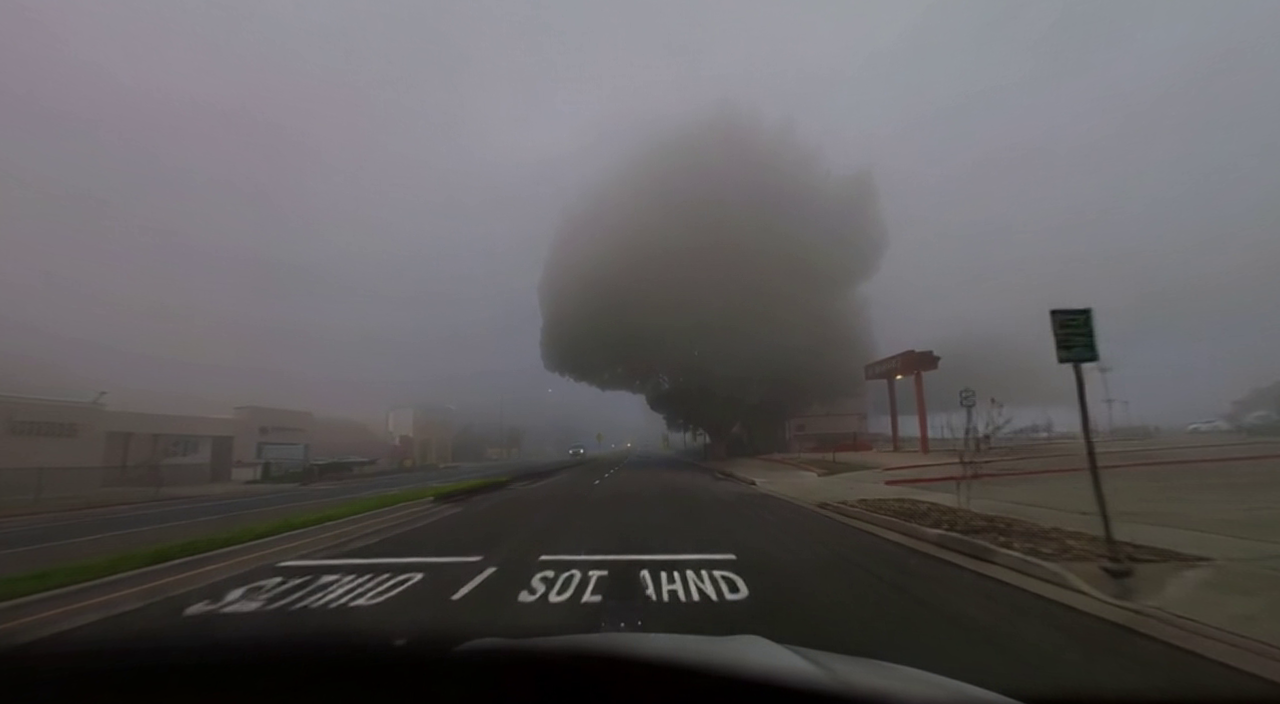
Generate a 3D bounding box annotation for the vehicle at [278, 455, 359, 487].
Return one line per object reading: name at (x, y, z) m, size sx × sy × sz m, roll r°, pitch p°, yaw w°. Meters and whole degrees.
vehicle at (-17.434, 6.432, 34.327) m, size 1.861 × 1.541 × 4.530 m, roll 0°, pitch -9°, yaw 3°
